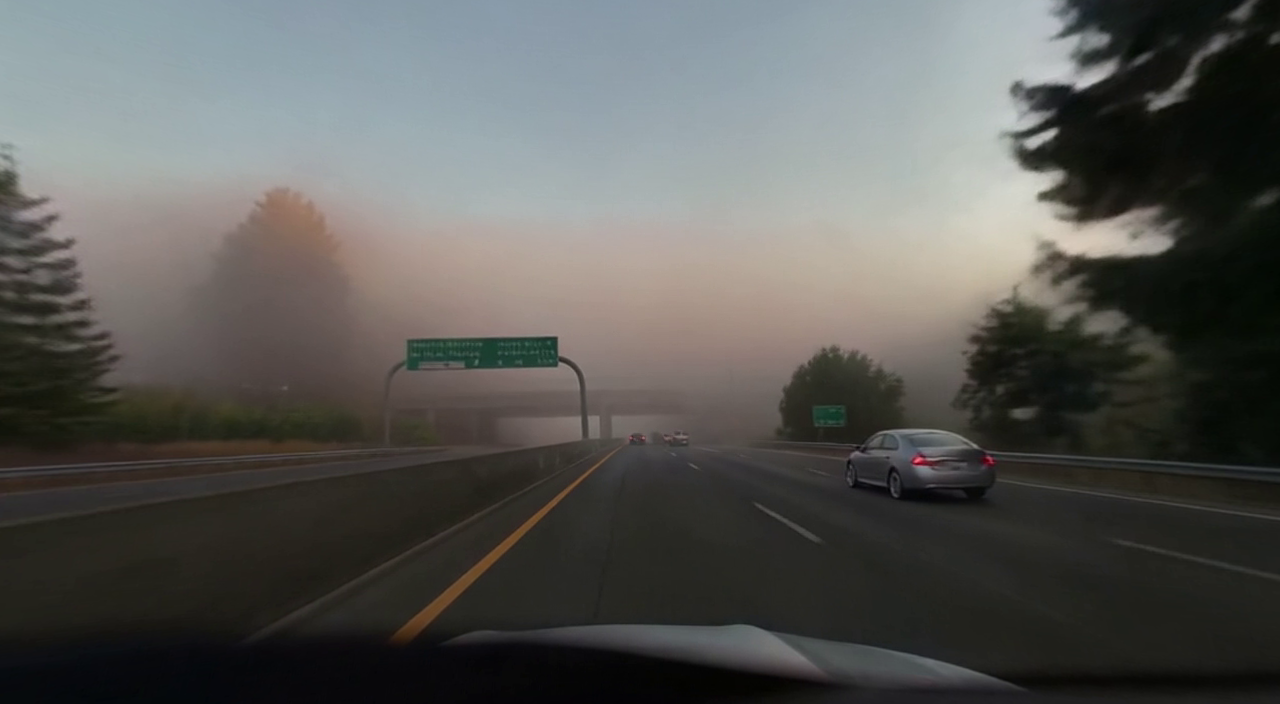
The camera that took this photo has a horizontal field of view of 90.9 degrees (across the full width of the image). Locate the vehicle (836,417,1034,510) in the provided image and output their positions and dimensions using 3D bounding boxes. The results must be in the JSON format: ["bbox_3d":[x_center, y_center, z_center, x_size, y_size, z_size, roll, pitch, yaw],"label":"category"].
[{"bbox_3d":[5.726,2.194,12.929,1.940,1.578,4.122,0,-8,-2],"label":"vehicle"}]
